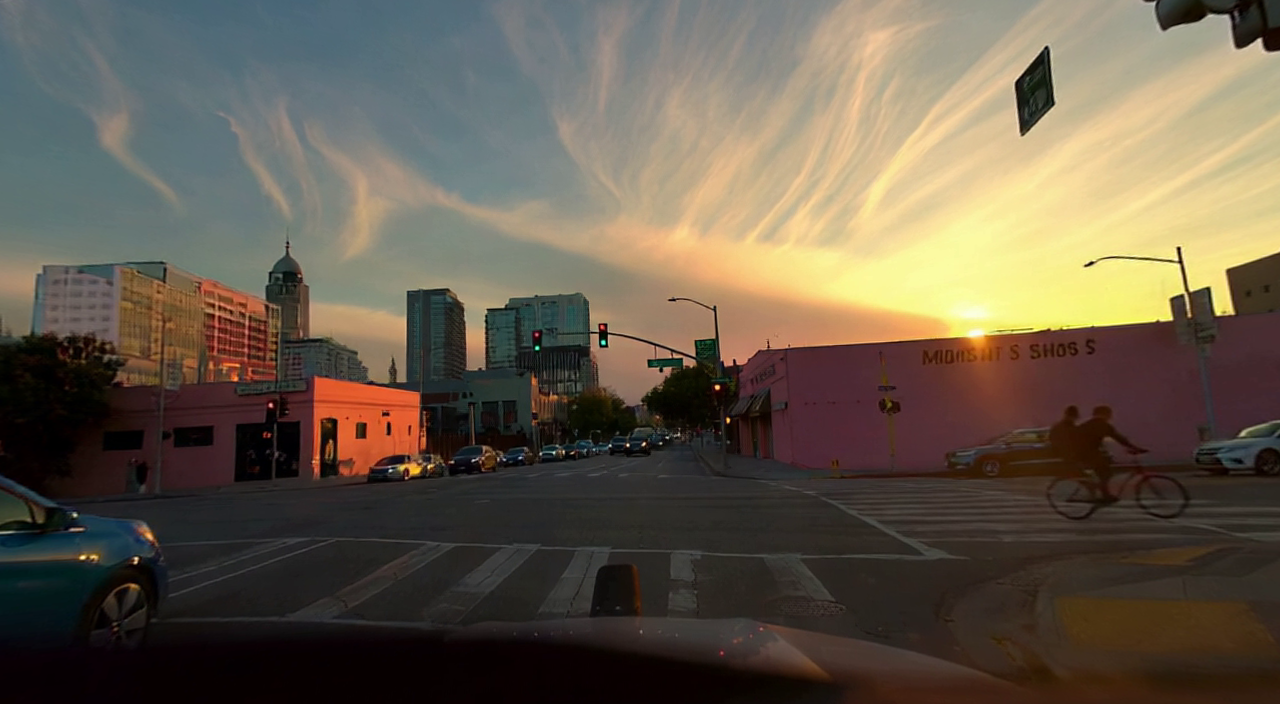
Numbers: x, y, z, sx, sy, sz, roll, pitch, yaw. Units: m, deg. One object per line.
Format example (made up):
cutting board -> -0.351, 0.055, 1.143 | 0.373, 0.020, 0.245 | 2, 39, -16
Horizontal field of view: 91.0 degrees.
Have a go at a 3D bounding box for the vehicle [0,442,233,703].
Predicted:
vehicle -> -3.705, 0.973, 2.158 | 1.759, 1.325, 4.295 | 0, -9, 0

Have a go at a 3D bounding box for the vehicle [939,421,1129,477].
vehicle -> 11.583, 2.888, 18.793 | 4.355, 1.546, 1.820 | -1, -9, 6

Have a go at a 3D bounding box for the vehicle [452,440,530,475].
vehicle -> -8.377, 5.978, 36.046 | 2.152, 1.825, 5.406 | -2, -9, 12

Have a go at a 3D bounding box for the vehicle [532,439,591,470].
vehicle -> -4.483, 5.979, 36.859 | 1.928, 1.647, 4.575 | -2, -9, 13

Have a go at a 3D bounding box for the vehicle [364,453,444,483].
vehicle -> -12.567, 6.172, 33.866 | 1.976, 1.425, 4.567 | -1, -9, 9

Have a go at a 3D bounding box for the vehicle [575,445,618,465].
vehicle -> -2.992, 7.188, 44.137 | 1.743, 1.362, 4.350 | -2, -9, 14
